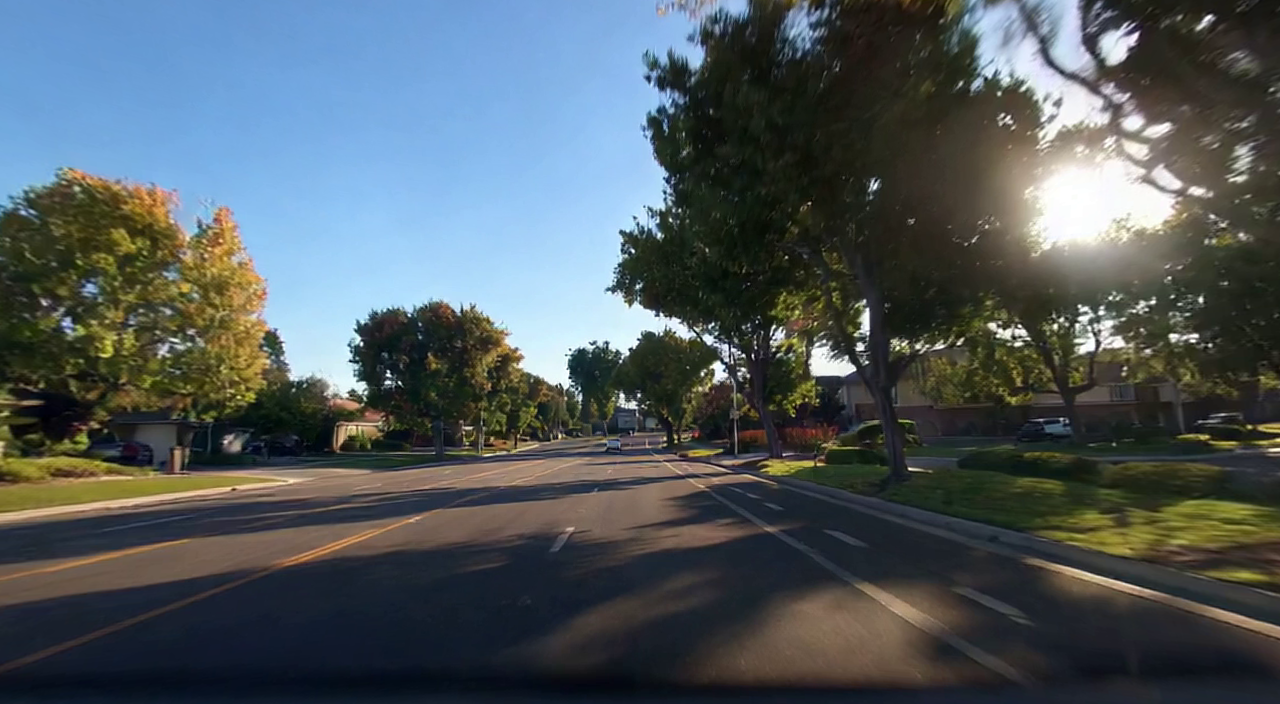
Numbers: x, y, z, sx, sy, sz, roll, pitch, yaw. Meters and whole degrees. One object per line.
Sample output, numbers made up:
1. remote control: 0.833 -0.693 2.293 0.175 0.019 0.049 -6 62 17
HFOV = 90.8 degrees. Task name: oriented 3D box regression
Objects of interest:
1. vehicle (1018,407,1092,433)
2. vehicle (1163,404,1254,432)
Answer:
1. vehicle: 28.155 4.685 43.067 1.797 1.563 4.669 0 -8 0
2. vehicle: 37.098 4.375 41.398 1.838 1.508 4.463 -3 -9 1
